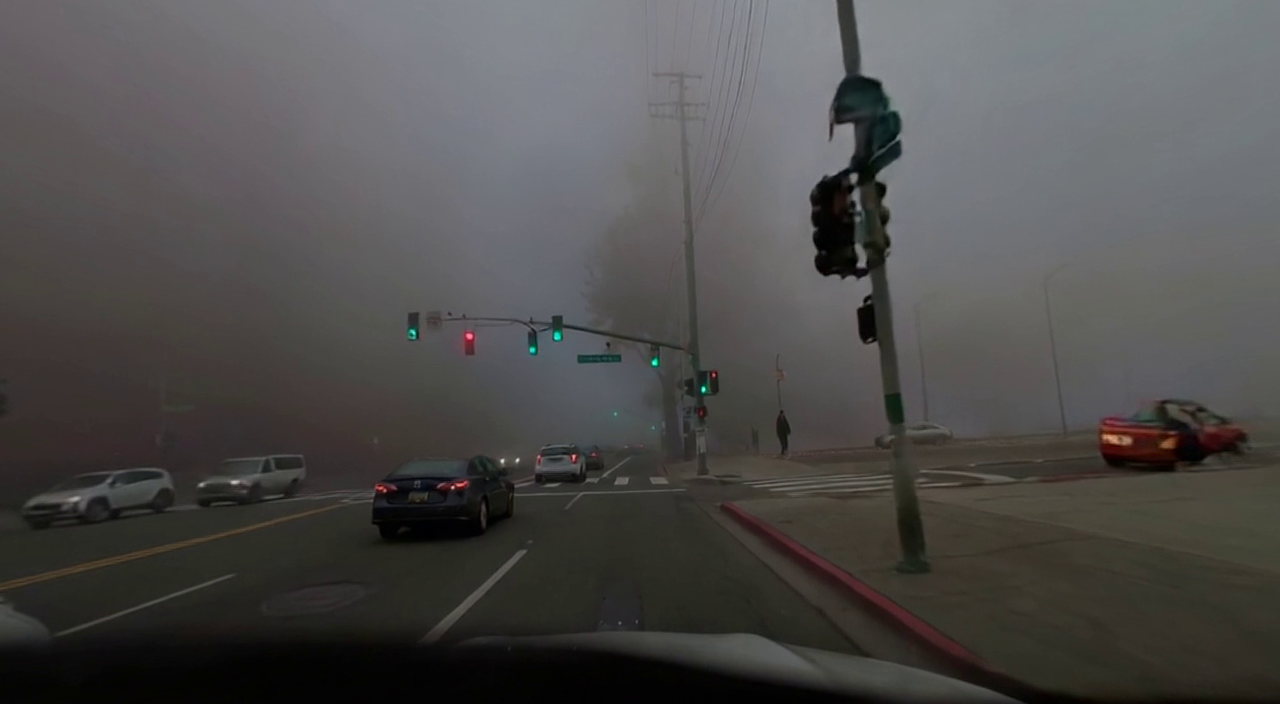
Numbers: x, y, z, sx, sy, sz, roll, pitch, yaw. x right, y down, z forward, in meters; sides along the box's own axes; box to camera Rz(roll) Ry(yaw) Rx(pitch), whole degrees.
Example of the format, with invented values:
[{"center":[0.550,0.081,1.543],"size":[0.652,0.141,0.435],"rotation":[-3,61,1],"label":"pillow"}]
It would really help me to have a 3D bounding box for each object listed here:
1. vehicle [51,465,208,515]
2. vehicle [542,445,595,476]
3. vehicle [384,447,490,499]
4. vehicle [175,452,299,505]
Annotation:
[{"center":[-18.883,5.091,23.650],"size":[1.861,1.493,4.754],"rotation":[0,-9,1],"label":"vehicle"},{"center":[-3.576,5.488,32.148],"size":[2.147,1.472,4.406],"rotation":[0,-9,0],"label":"vehicle"},{"center":[-6.519,3.920,20.876],"size":[1.960,1.479,4.654],"rotation":[0,-9,0],"label":"vehicle"},{"center":[-15.641,4.897,24.758],"size":[2.139,1.692,4.099],"rotation":[-4,-9,1],"label":"vehicle"}]
